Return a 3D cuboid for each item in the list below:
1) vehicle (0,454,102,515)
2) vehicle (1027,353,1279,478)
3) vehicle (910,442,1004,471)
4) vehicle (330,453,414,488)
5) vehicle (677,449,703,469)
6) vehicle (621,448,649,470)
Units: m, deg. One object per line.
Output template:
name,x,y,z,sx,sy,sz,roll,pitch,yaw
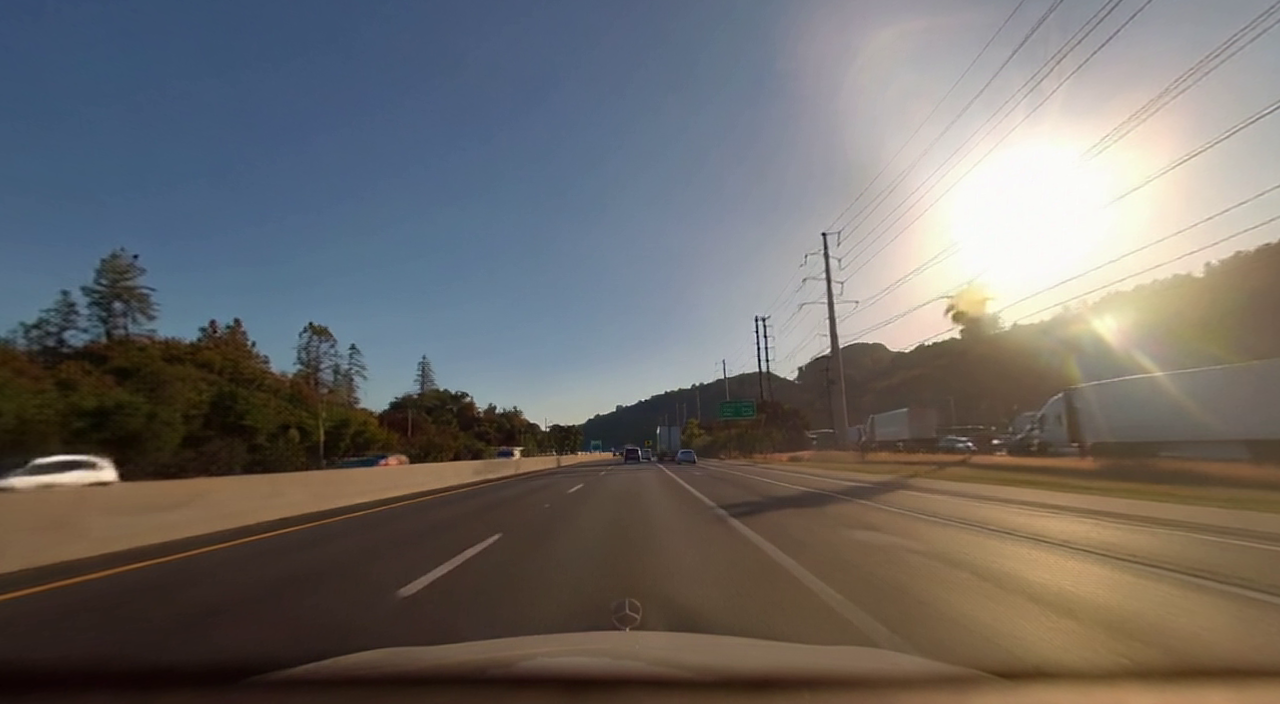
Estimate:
vehicle,-23.625,4.854,23.399,2.412,2.091,5.424,0,-9,0
vehicle,23.612,3.179,28.095,3.234,4.276,14.411,0,-9,-1
vehicle,22.795,7.595,45.909,2.735,1.910,7.423,0,-9,-3
vehicle,-12.258,5.420,29.144,1.855,1.429,4.461,0,-9,1
vehicle,3.923,8.397,49.608,1.779,1.512,3.517,0,-9,0
vehicle,-0.401,8.453,49.857,2.111,1.599,3.859,0,-9,-1
